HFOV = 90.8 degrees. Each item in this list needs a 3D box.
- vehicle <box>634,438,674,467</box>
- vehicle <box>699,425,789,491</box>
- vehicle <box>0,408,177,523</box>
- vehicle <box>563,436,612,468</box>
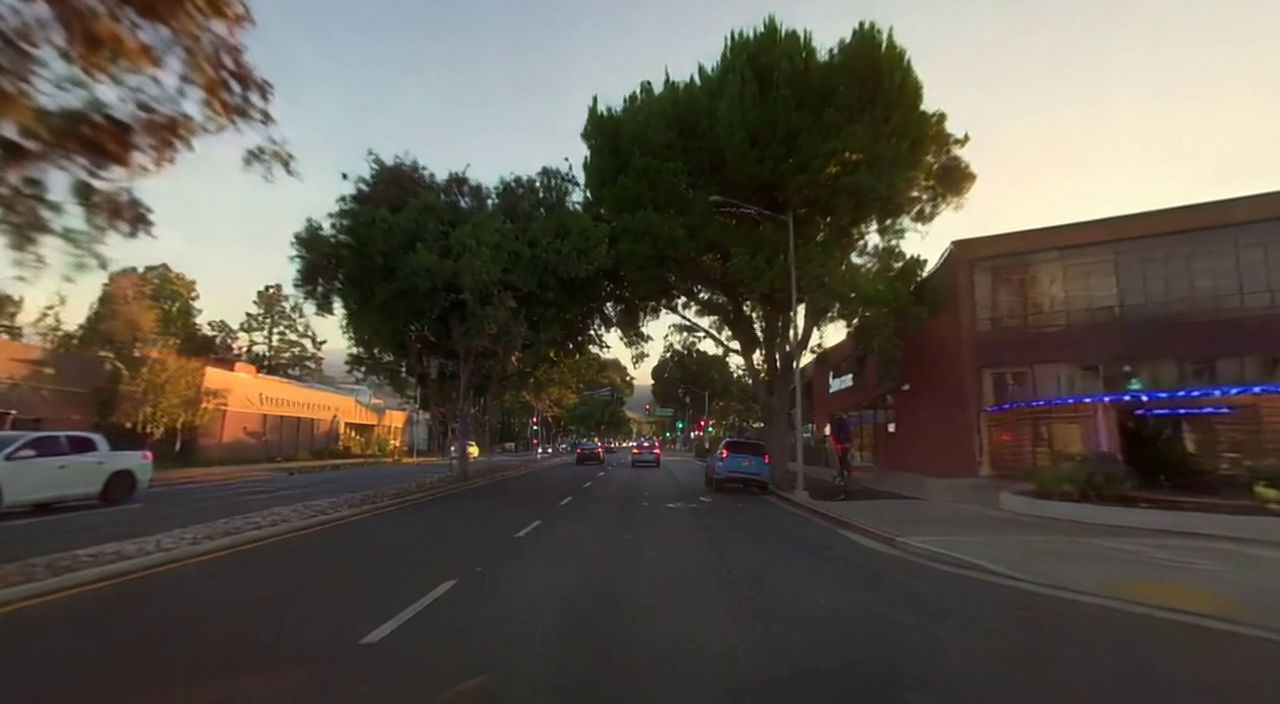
[{"bbox_3d":[0.791,5.520,34.961,2.085,1.475,3.976,0,-8,2],"label":"vehicle"},{"bbox_3d":[3.164,3.362,20.365,2.175,1.850,5.118,0,-8,2],"label":"vehicle"},{"bbox_3d":[-11.998,2.151,12.225,2.260,1.921,4.902,0,-8,1],"label":"vehicle"},{"bbox_3d":[-2.564,5.011,31.901,1.921,1.477,4.083,-1,-8,3],"label":"vehicle"}]
